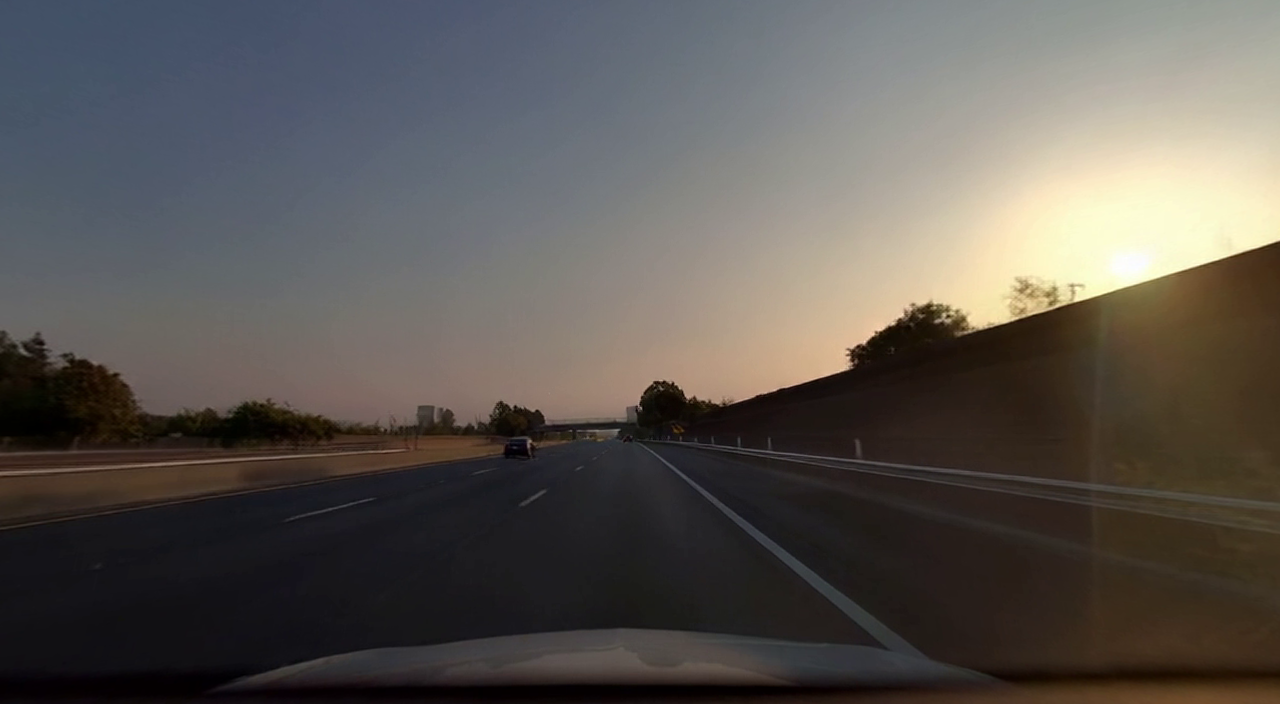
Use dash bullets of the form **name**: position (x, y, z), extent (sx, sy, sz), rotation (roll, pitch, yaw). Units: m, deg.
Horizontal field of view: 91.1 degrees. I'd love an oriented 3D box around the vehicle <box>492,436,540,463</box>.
- **vehicle**: position (-7.071, 5.591, 36.264), extent (1.989, 1.473, 4.345), rotation (0, -8, -1)
